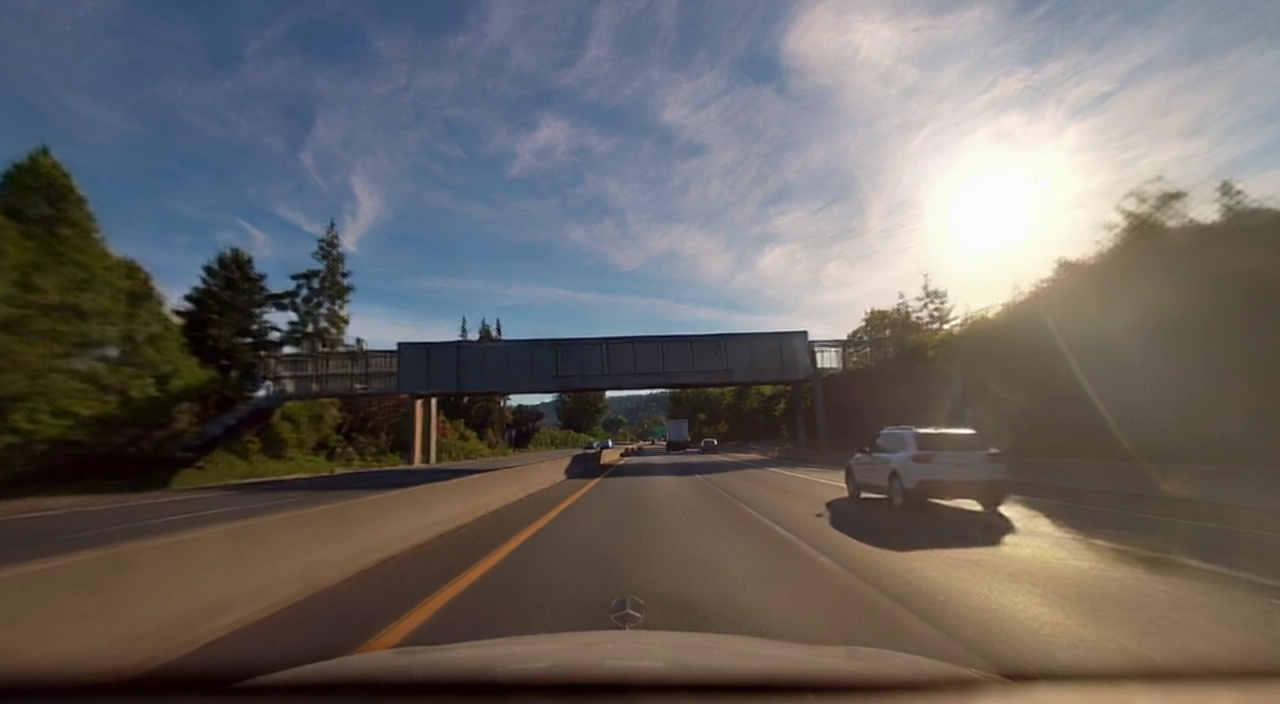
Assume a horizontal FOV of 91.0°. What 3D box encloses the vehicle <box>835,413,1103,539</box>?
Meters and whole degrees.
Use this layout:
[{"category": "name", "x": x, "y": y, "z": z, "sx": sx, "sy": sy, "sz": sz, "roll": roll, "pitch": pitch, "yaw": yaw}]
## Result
[{"category": "vehicle", "x": 4.729, "y": 1.841, "z": 9.921, "sx": 1.954, "sy": 1.550, "sz": 4.140, "roll": 0, "pitch": -8, "yaw": 0}]
